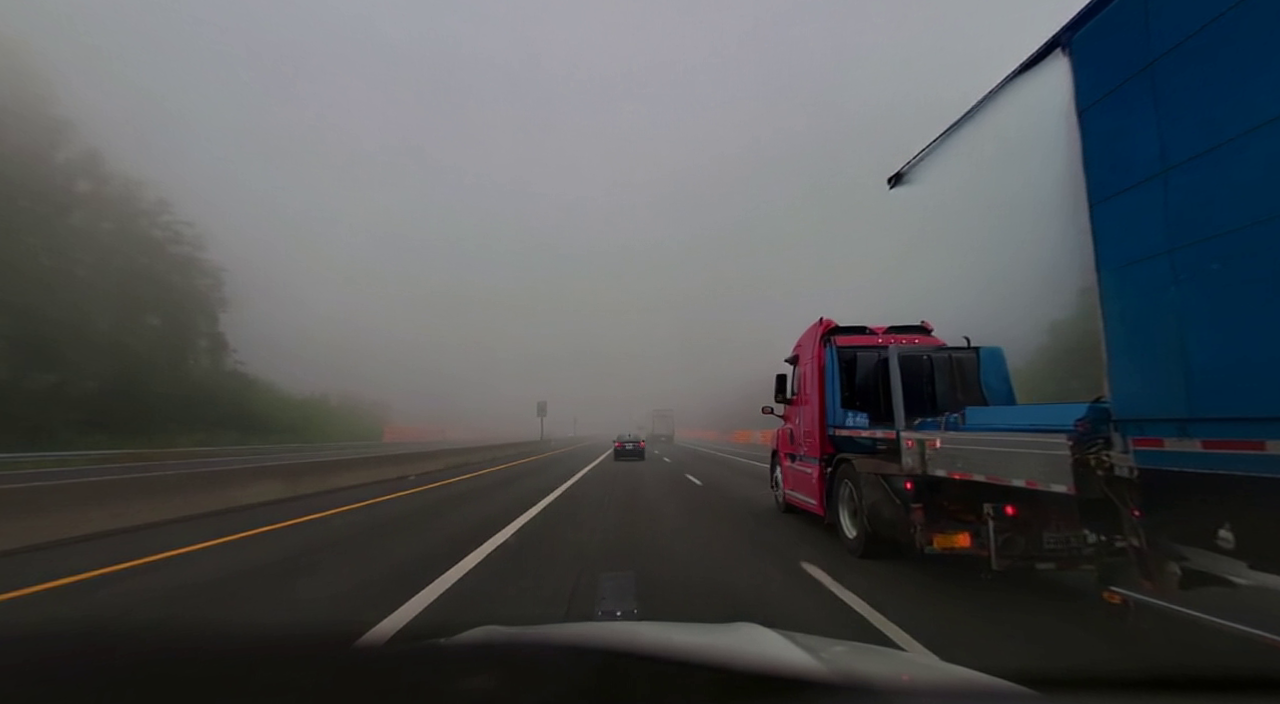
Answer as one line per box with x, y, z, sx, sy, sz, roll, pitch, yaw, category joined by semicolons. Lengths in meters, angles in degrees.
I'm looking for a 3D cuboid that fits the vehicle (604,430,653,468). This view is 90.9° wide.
-0.472;4.081;26.689;1.929;1.469;3.677;0;-8;-1;vehicle

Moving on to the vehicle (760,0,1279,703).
3.529;0.152;4.602;2.919;3.634;10.888;0;-8;-1;vehicle
